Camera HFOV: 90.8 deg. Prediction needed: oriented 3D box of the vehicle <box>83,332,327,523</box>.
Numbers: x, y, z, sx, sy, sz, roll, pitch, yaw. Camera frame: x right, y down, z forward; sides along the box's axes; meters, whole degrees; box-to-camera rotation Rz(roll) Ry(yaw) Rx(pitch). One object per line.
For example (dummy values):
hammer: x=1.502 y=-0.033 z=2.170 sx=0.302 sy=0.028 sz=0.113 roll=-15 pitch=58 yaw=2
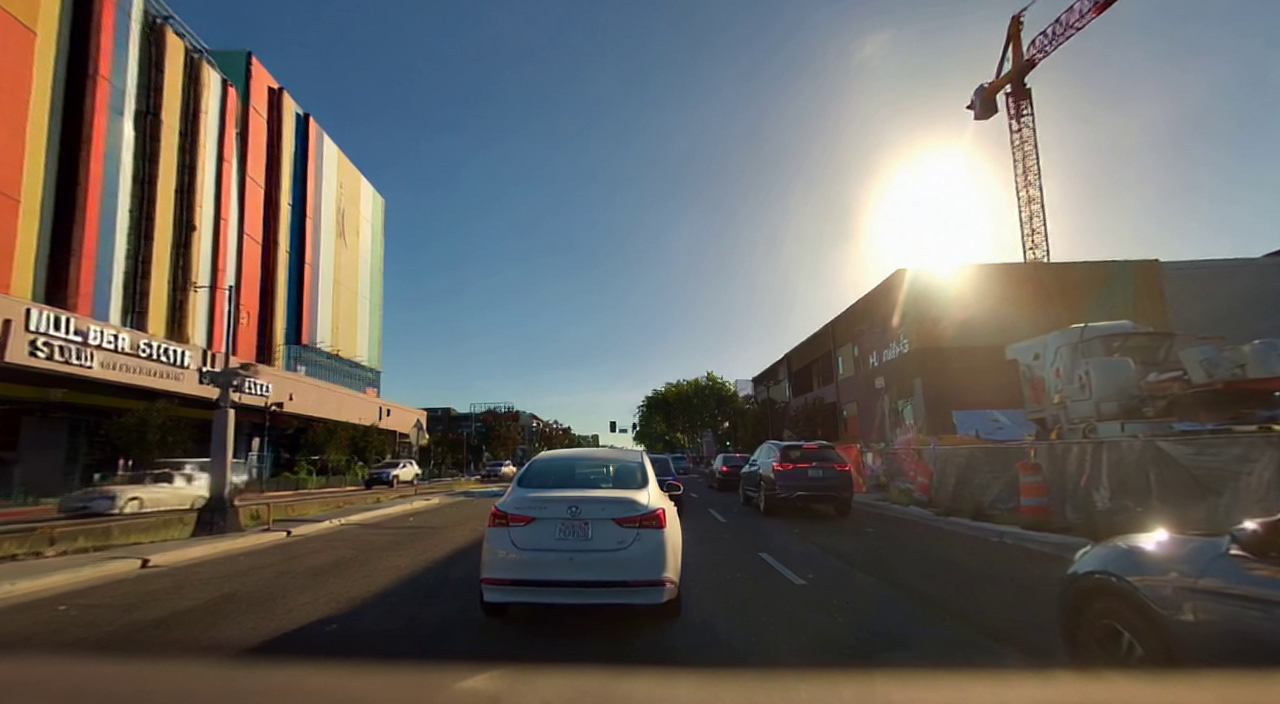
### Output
vehicle: x=-9.104 y=1.657 z=13.725 sx=2.592 sy=3.548 sz=3.414 roll=-2 pitch=-9 yaw=4

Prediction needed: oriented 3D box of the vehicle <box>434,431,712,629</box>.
vehicle: x=-0.467 y=1.682 z=7.013 sx=2.131 sy=1.496 sz=4.193 roll=0 pitch=-8 yaw=1

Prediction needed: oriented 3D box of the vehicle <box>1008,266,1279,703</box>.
vehicle: x=3.363 y=0.520 z=1.213 sx=2.182 sy=1.954 sz=5.341 roll=0 pitch=-8 yaw=2

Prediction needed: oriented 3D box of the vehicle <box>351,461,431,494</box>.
vehicle: x=-12.780 y=6.455 z=32.805 sx=1.986 sy=1.476 sz=4.753 roll=-1 pitch=-8 yaw=3

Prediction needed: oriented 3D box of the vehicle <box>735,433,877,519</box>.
vehicle: x=3.890 y=3.002 z=15.887 sx=2.185 sy=1.797 sz=4.934 roll=0 pitch=-8 yaw=-1
